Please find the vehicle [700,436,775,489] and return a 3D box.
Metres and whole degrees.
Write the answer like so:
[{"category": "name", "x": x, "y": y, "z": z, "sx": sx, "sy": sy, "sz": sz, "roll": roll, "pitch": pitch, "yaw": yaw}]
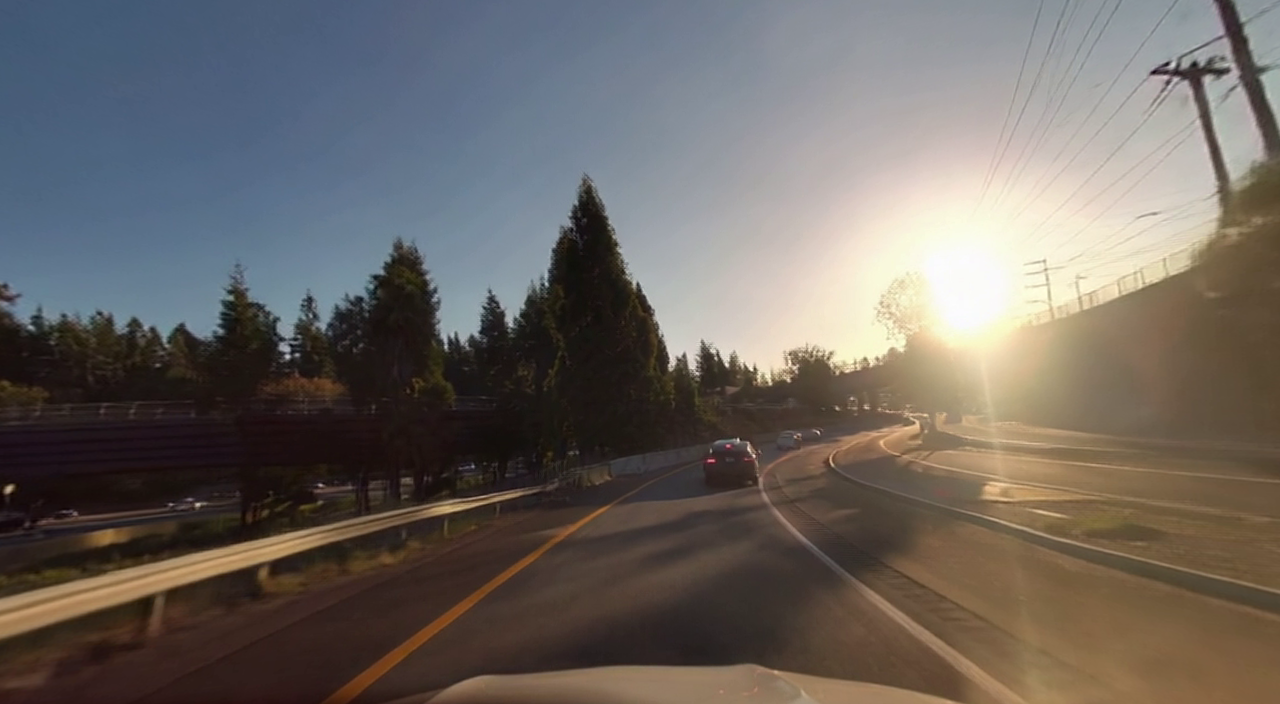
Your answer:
[{"category": "vehicle", "x": 3.128, "y": 3.497, "z": 20.251, "sx": 2.091, "sy": 1.482, "sz": 4.321, "roll": -2, "pitch": -9, "yaw": 9}]
